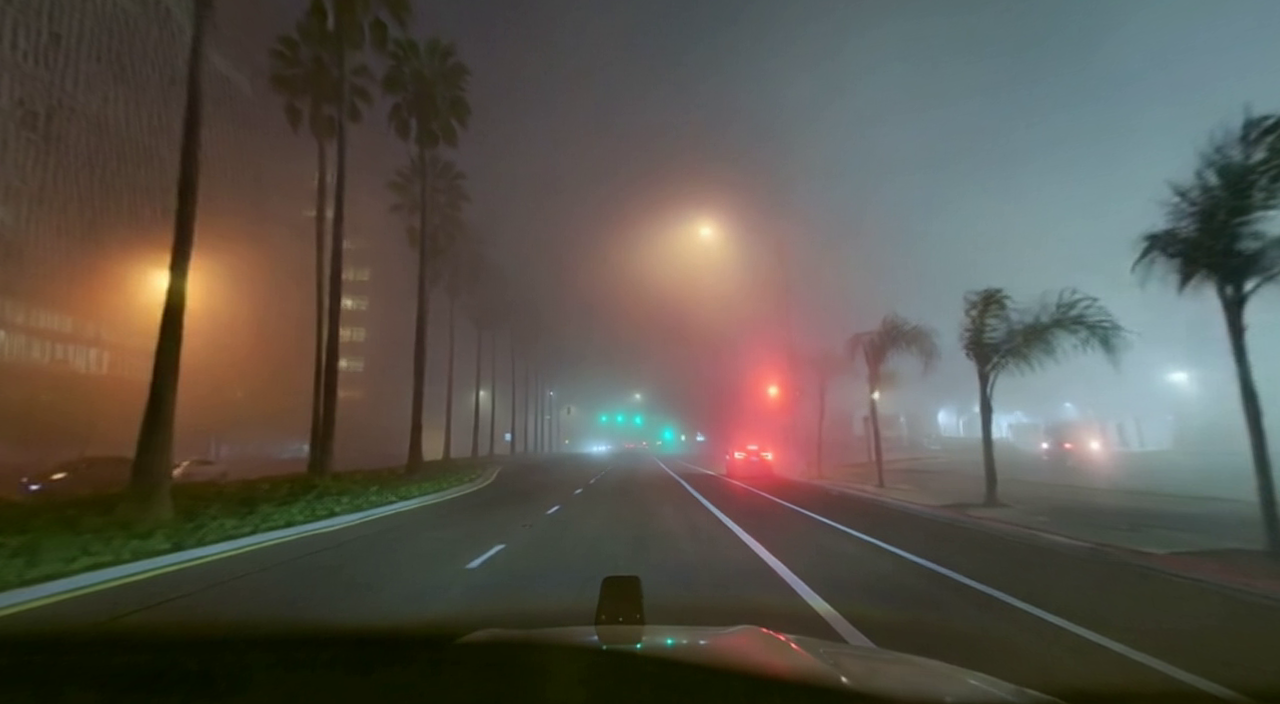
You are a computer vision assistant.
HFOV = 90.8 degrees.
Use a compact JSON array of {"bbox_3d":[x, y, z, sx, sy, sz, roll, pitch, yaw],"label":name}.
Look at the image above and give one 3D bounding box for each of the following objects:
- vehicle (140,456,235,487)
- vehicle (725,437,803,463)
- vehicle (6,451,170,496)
[{"bbox_3d":[-24.037,6.335,33.765,1.751,1.424,4.506,0,-9,0],"label":"vehicle"},{"bbox_3d":[8.416,6.739,43.319,4.871,1.708,2.144,0,-9,-2],"label":"vehicle"},{"bbox_3d":[-24.450,5.361,28.424,2.062,1.765,5.897,0,-8,0],"label":"vehicle"}]
